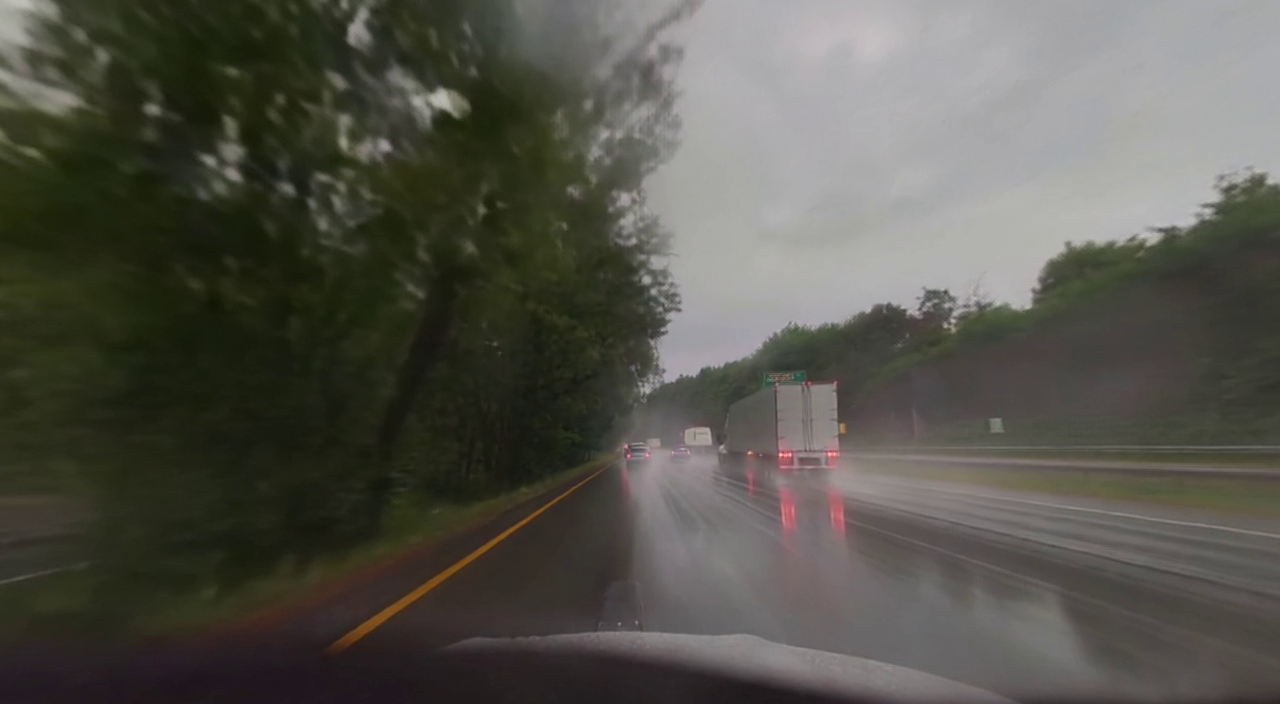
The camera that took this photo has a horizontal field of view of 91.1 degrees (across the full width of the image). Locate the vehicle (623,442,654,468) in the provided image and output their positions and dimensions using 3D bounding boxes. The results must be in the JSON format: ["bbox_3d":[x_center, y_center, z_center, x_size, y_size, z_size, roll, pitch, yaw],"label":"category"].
[{"bbox_3d":[-0.088,7.321,44.891,2.114,1.706,4.106,0,-9,0],"label":"vehicle"}]

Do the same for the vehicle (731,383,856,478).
[{"bbox_3d":[7.680,4.474,34.366,3.044,4.073,14.016,0,-9,-1],"label":"vehicle"}]
